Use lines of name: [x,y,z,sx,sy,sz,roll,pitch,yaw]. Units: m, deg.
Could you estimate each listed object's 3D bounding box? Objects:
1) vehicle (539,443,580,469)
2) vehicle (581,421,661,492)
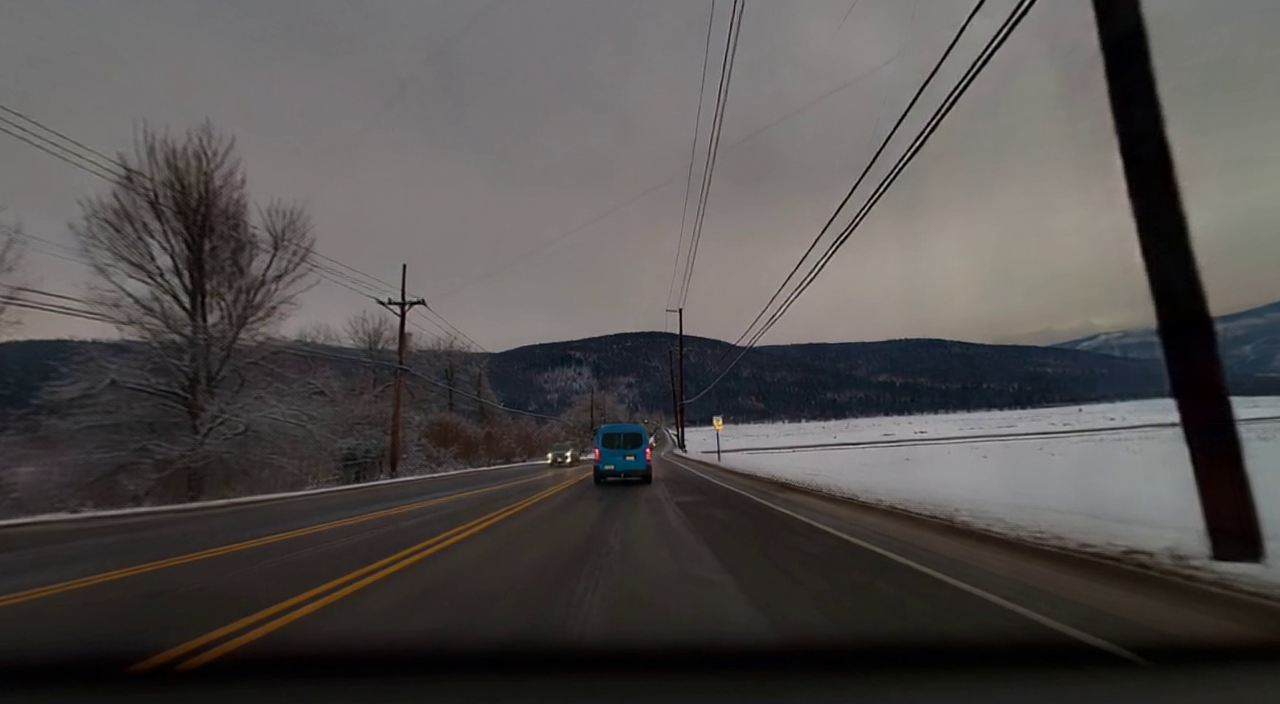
vehicle: [-5.881,7.648,46.465,2.120,1.804,4.392,0,-8,4]
vehicle: [-0.583,3.530,21.662,2.454,2.144,4.535,0,-8,0]
